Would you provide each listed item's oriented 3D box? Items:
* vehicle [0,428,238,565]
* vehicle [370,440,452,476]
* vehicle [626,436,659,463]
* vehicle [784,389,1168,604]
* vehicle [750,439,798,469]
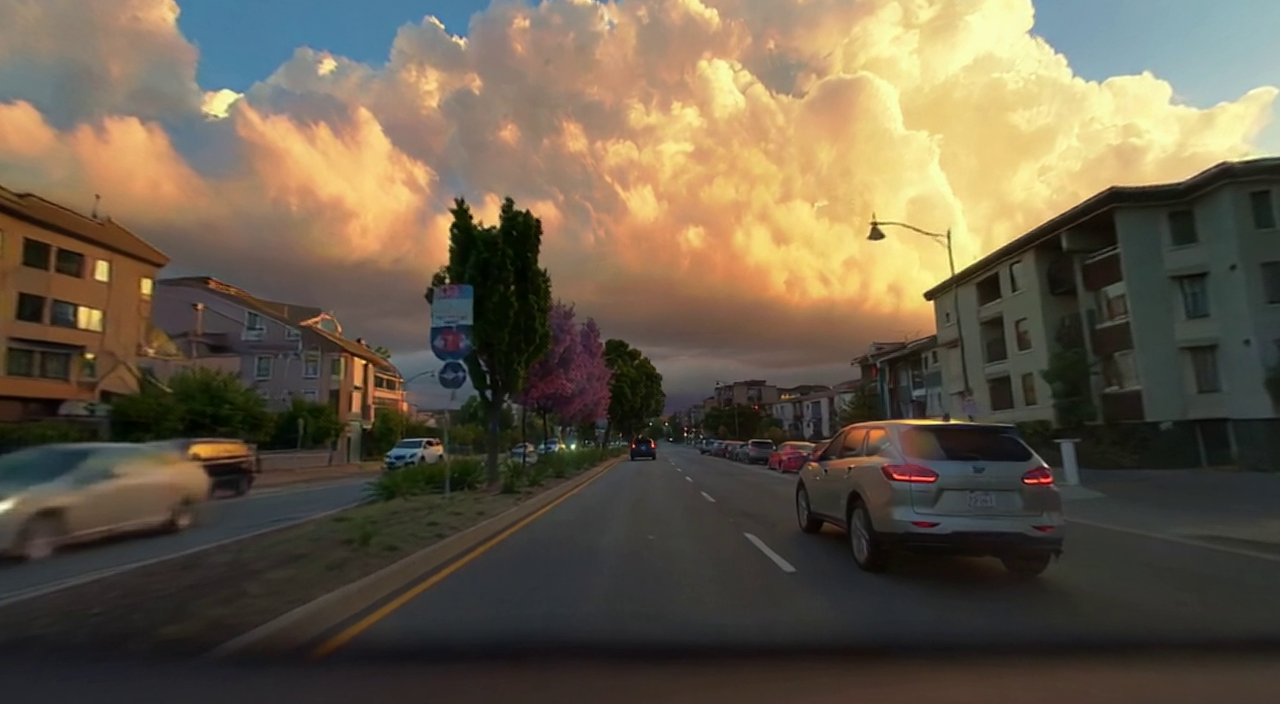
[{"bbox_3d":[-8.142,1.896,8.911,1.960,1.530,4.313,0,-8,1],"label":"vehicle"},{"bbox_3d":[-11.784,5.471,32.936,2.191,1.684,5.428,0,-8,1],"label":"vehicle"},{"bbox_3d":[0.204,6.980,45.237,2.244,1.813,4.129,0,-8,2],"label":"vehicle"},{"bbox_3d":[3.269,1.518,7.494,2.071,1.747,4.549,0,-8,1],"label":"vehicle"},{"bbox_3d":[8.042,6.152,38.194,1.869,1.658,4.405,0,-8,-1],"label":"vehicle"}]
